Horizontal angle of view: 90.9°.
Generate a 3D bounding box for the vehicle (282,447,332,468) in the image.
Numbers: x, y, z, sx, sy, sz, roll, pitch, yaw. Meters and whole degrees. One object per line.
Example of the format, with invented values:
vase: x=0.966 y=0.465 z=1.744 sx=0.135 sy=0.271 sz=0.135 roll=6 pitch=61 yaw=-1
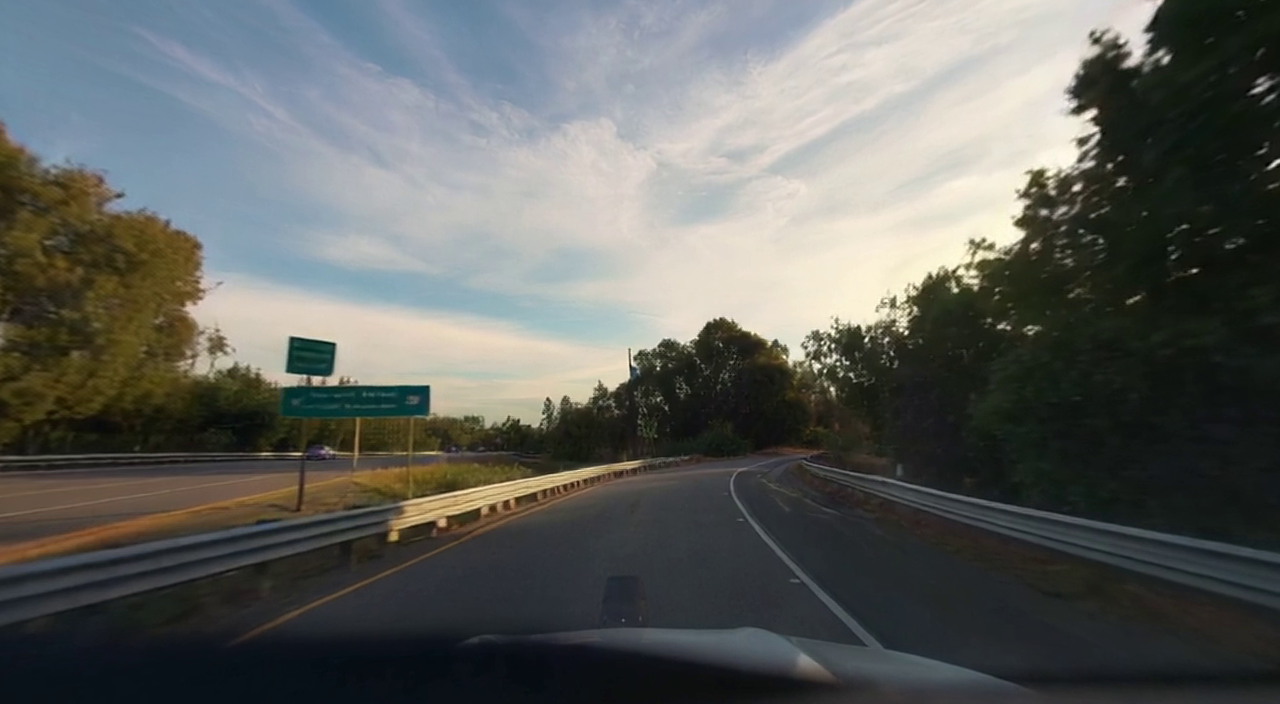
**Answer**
vehicle: x=-25.105 y=7.966 z=47.725 sx=2.044 sy=1.492 sz=4.665 roll=2 pitch=-9 yaw=-12
